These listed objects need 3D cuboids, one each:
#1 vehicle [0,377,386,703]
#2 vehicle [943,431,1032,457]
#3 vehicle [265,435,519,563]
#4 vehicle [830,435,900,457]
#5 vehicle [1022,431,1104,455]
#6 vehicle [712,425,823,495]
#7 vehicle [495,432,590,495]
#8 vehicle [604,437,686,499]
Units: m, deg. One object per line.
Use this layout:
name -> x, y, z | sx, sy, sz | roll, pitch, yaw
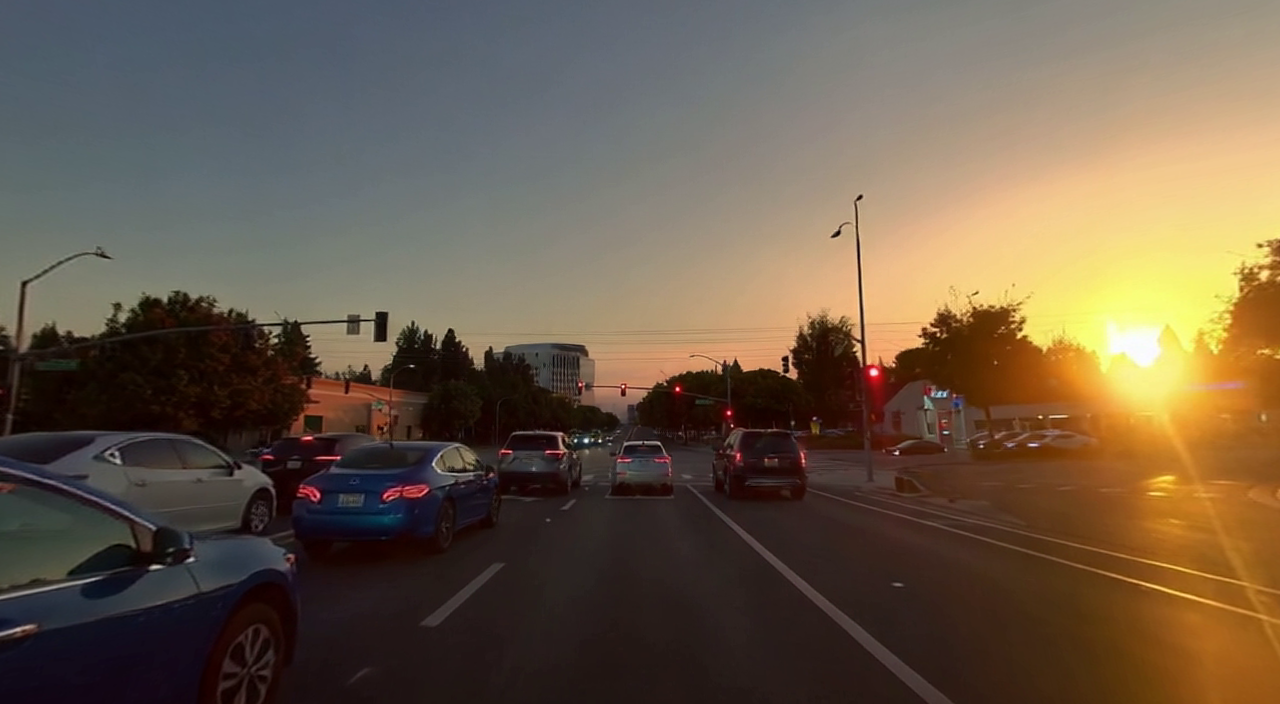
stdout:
vehicle -> -3.079, 0.892, 2.216 | 2.249, 1.517, 4.951 | 0, -9, 1
vehicle -> 23.336, 6.209, 42.442 | 4.781, 1.700, 1.986 | 0, -9, 1
vehicle -> -3.324, 2.058, 9.586 | 2.014, 1.472, 4.357 | 0, -9, 1
vehicle -> 17.500, 7.361, 49.124 | 4.626, 1.653, 1.982 | 0, -9, 1
vehicle -> 30.593, 6.578, 45.626 | 4.432, 1.680, 1.932 | 0, -9, 2
vehicle -> 3.361, 2.991, 17.636 | 2.076, 1.691, 4.402 | 0, -9, -2
vehicle -> -2.815, 3.333, 19.134 | 2.072, 1.694, 4.070 | 0, -9, 2
vehicle -> 0.147, 3.176, 17.605 | 2.032, 1.499, 3.994 | 0, -9, 1
